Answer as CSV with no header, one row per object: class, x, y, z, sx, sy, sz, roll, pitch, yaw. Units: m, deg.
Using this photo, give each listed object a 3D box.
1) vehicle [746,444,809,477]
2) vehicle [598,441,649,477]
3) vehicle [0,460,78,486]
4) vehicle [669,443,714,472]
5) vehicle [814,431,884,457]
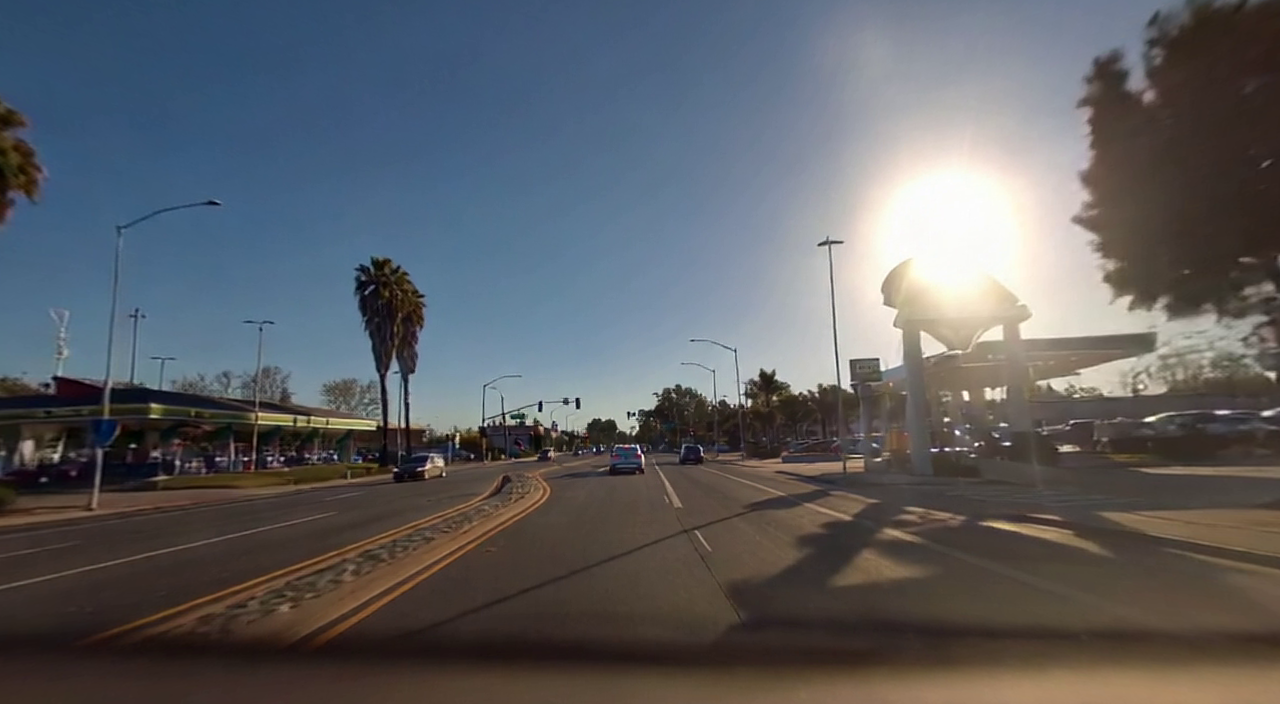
vehicle,6.705,5.345,31.451,1.922,1.461,4.868,0,-9,-2
vehicle,-0.748,4.953,29.366,2.160,1.508,4.319,0,-9,-1
vehicle,-35.260,6.976,36.563,3.781,1.401,1.776,-1,-9,0
vehicle,2.840,5.927,35.649,2.060,1.471,4.168,0,-9,-1
vehicle,16.021,7.150,48.817,2.172,1.855,5.526,1,-10,-18
